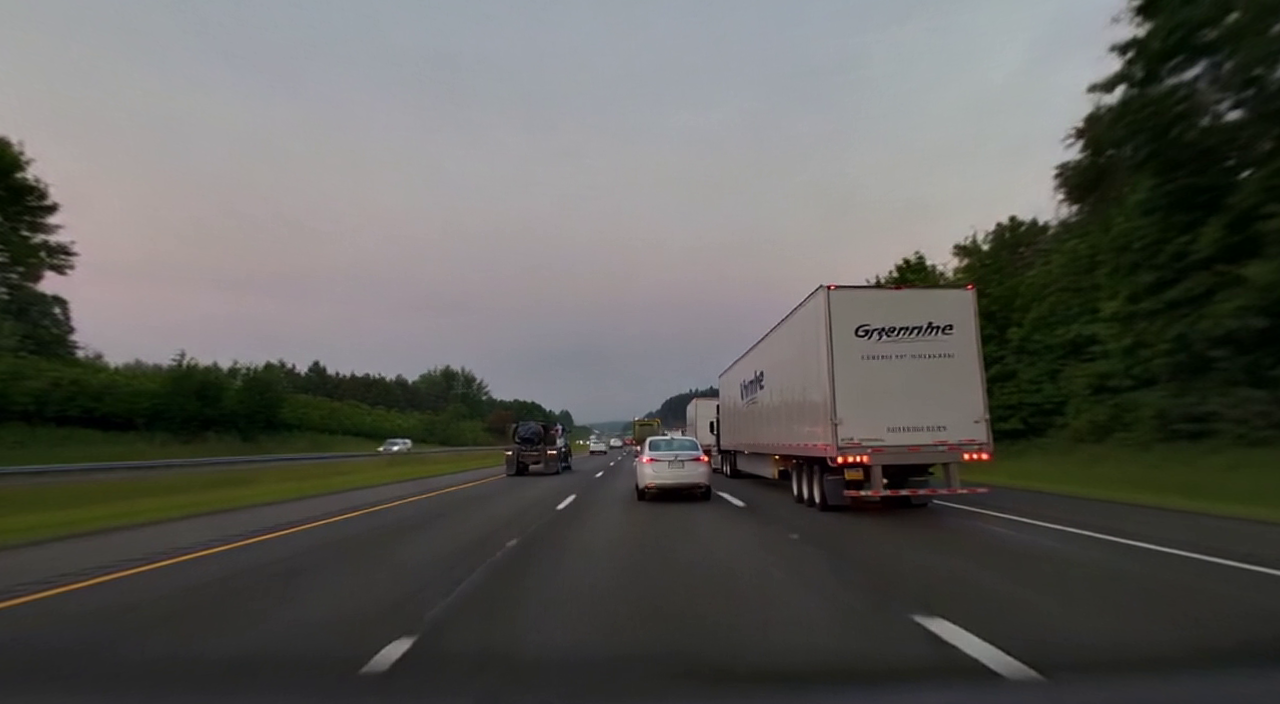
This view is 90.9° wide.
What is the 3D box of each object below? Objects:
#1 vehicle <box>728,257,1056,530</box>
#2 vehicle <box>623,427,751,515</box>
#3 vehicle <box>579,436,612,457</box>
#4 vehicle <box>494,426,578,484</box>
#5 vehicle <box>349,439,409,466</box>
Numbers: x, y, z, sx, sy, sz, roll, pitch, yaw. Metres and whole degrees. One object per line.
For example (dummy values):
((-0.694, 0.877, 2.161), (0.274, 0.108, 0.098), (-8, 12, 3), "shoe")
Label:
((4.701, 1.515, 16.585), (2.883, 4.070, 14.423), (0, -8, 1), "vehicle")
((0.810, 2.337, 13.037), (2.200, 1.495, 4.282), (0, -8, 0), "vehicle")
((-3.454, 7.459, 49.831), (2.181, 1.538, 4.169), (0, -8, 1), "vehicle")
((-3.369, 3.425, 21.344), (2.006, 1.729, 4.447), (0, -8, 1), "vehicle")
((-14.951, 5.747, 36.315), (1.836, 1.429, 3.652), (0, -8, 1), "vehicle")
